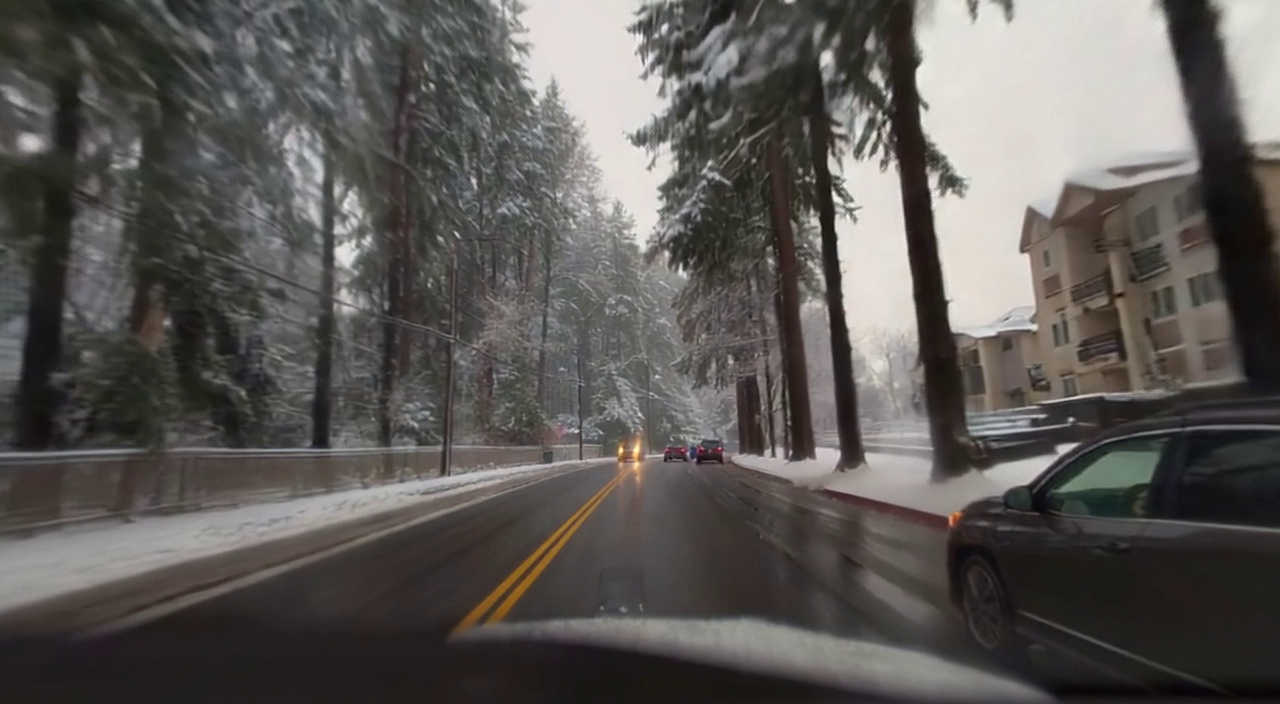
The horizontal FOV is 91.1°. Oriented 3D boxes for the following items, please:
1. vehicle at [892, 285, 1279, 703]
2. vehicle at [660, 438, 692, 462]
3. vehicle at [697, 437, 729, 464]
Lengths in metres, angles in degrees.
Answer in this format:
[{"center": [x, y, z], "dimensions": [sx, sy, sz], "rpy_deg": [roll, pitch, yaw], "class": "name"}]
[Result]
[{"center": [3.312, 0.810, 2.799], "dimensions": [2.219, 1.881, 5.104], "rpy_deg": [0, -8, 0], "class": "vehicle"}, {"center": [2.912, 7.774, 49.868], "dimensions": [2.158, 1.852, 4.485], "rpy_deg": [-2, -8, 8], "class": "vehicle"}, {"center": [4.961, 6.765, 43.229], "dimensions": [2.069, 1.791, 4.422], "rpy_deg": [-1, -8, 5], "class": "vehicle"}]
